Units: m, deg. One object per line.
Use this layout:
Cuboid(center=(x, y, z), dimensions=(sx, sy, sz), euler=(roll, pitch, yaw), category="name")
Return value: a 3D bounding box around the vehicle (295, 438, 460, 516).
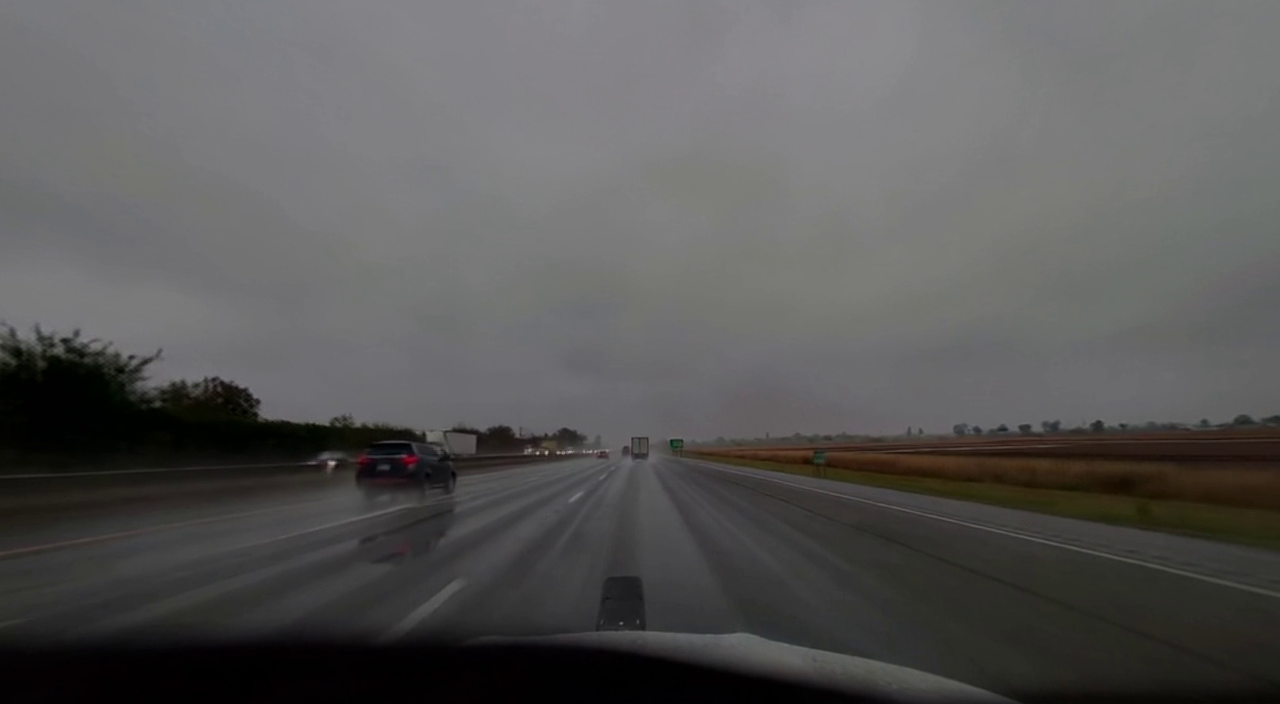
Cuboid(center=(-6.511, 3.163, 16.405), dimensions=(2.234, 1.698, 4.634), euler=(0, -9, 1), category="vehicle")
